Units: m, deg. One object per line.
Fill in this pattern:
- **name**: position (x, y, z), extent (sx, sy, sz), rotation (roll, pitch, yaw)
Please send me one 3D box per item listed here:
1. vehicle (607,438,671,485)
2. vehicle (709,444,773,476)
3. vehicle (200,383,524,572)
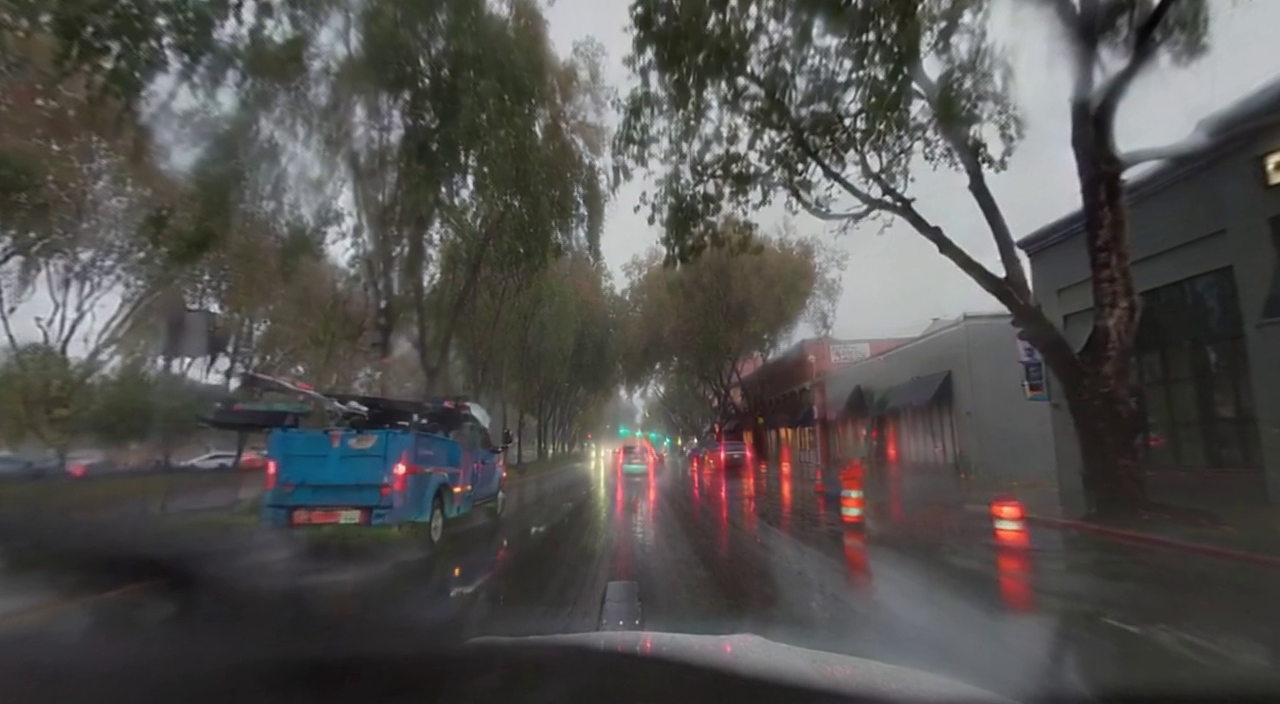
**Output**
- **vehicle**: position (-0.085, 4.480, 26.048), extent (2.413, 1.748, 4.406), rotation (0, -9, -1)
- **vehicle**: position (5.330, 5.771, 33.938), extent (2.082, 1.601, 4.451), rotation (1, -9, -9)
- **vehicle**: position (-3.558, 1.809, 9.804), extent (2.424, 2.063, 5.678), rotation (0, -9, 0)
